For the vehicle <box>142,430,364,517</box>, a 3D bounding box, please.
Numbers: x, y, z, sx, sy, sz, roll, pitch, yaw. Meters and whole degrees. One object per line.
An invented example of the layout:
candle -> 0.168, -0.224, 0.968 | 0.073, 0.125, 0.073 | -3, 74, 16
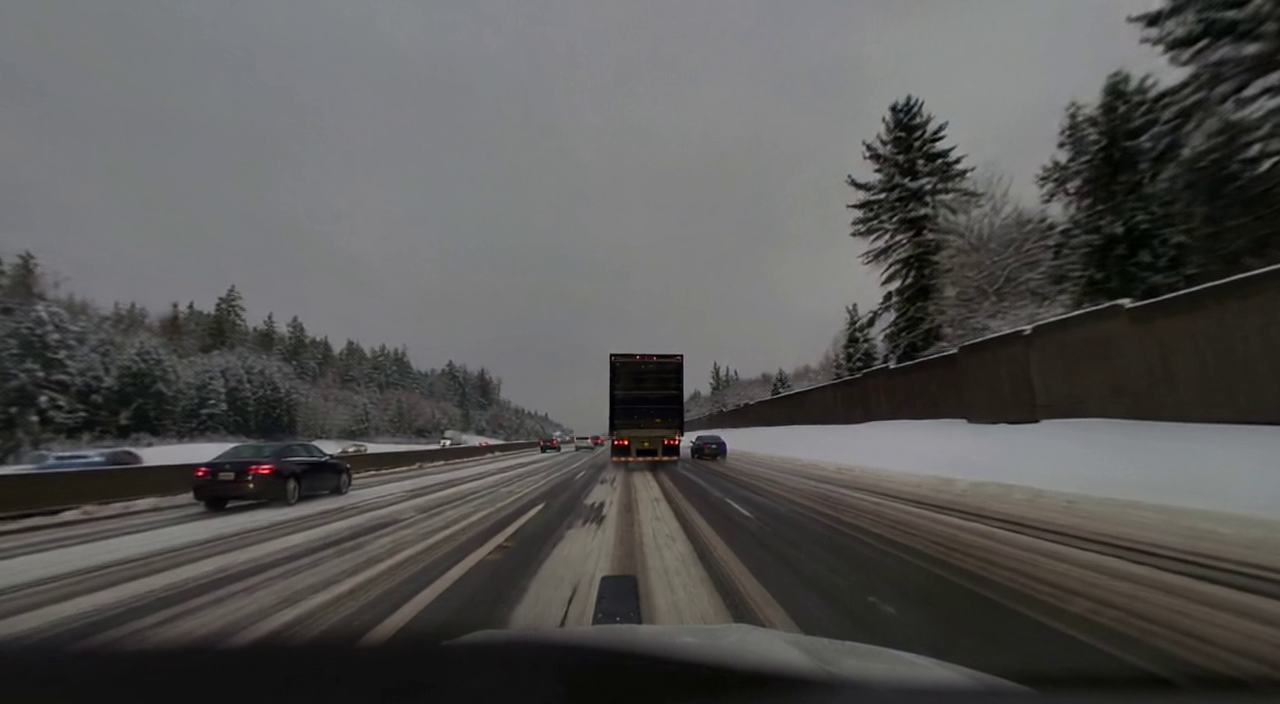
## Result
vehicle -> -7.663, 2.398, 13.037 | 2.059, 1.500, 4.001 | 0, -8, -1

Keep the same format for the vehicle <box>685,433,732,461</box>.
vehicle -> 3.900, 5.499, 36.537 | 2.044, 1.508, 4.716 | 0, -8, -2

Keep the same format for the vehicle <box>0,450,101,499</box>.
vehicle -> -23.322, 4.530, 23.582 | 1.886, 1.622, 4.933 | 0, -8, -1

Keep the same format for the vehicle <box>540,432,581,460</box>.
vehicle -> -5.010, 5.974, 40.023 | 2.134, 1.650, 4.133 | 0, -8, -1

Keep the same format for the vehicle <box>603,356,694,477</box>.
vehicle -> 0.050, 2.787, 25.569 | 2.904, 3.915, 10.473 | 0, -8, -2
